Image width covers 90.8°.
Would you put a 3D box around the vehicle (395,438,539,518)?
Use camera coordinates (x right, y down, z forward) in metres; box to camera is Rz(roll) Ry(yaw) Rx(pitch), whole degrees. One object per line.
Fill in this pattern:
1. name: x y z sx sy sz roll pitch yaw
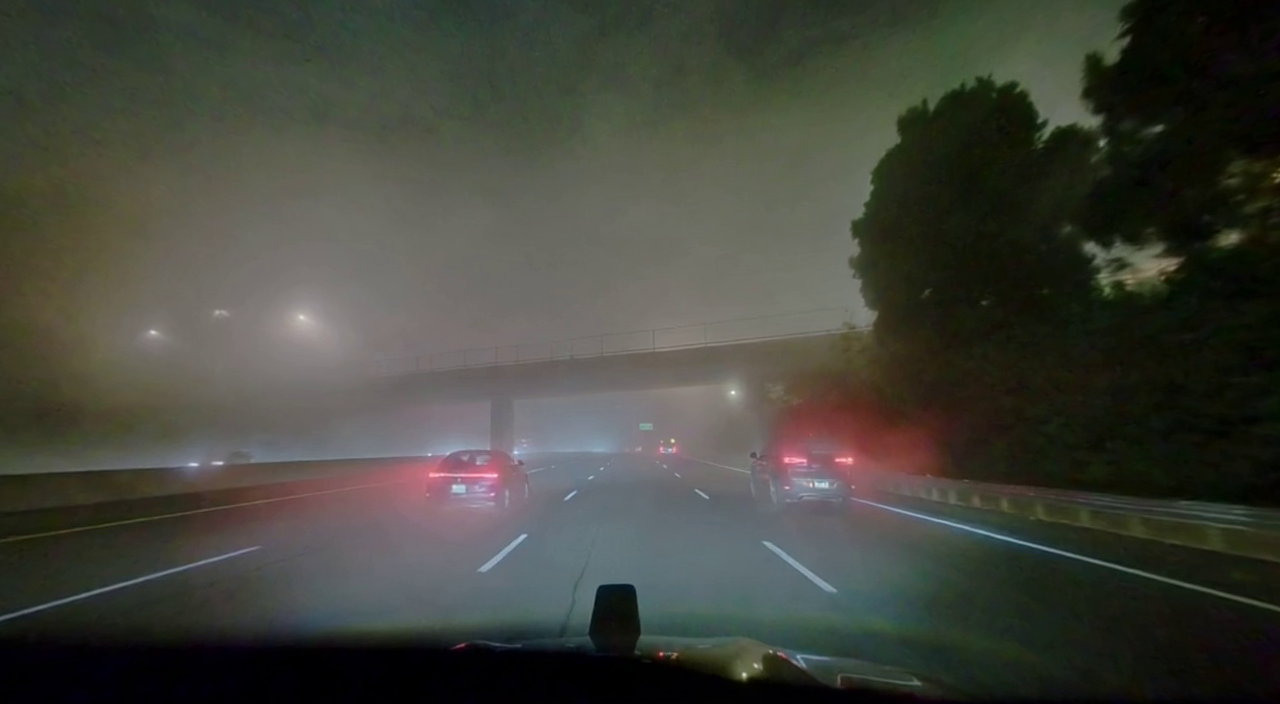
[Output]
1. vehicle: -3.692 2.762 14.410 2.037 1.514 4.335 0 -9 0

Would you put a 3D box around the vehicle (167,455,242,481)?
1. vehicle: -28.103 7.447 40.915 1.809 1.504 4.361 0 -9 -1
